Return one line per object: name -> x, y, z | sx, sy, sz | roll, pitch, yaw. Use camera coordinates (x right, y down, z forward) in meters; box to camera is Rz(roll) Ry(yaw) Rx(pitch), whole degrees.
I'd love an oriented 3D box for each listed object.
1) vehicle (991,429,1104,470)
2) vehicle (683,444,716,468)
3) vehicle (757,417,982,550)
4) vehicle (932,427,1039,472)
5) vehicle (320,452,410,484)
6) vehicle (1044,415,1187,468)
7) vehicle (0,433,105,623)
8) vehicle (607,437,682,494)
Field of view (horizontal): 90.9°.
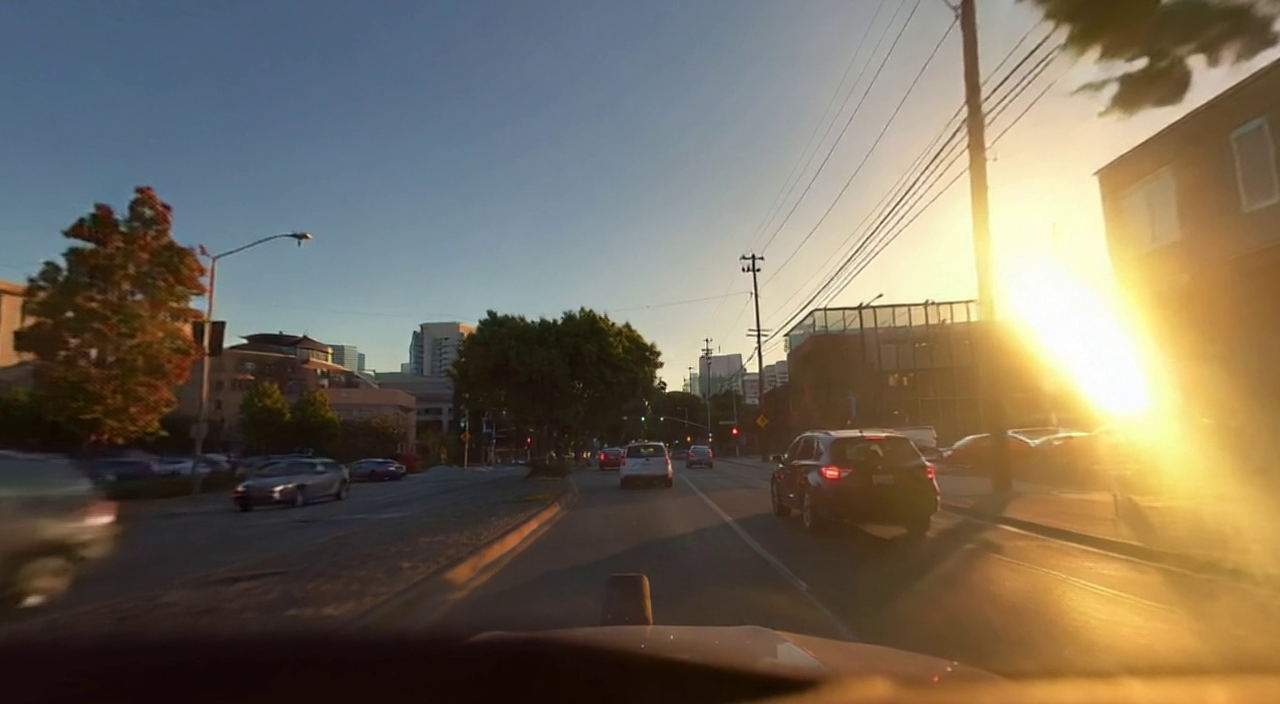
vehicle -> 16.148, 3.897, 25.266 | 2.018, 1.488, 4.059 | -1, -8, 4
vehicle -> 4.051, 7.105, 43.279 | 1.880, 1.503, 4.130 | 0, -8, 0
vehicle -> 3.414, 2.047, 10.518 | 2.024, 1.711, 4.512 | 0, -8, 0
vehicle -> 13.528, 3.840, 25.009 | 1.899, 1.602, 4.297 | -1, -8, 2
vehicle -> -15.832, 6.702, 36.442 | 4.290, 1.510, 2.006 | -4, -10, 6
vehicle -> 18.702, 3.628, 25.168 | 1.950, 1.797, 4.967 | -3, -10, 3
vehicle -> -6.581, 1.347, 4.204 | 2.008, 1.638, 4.552 | 0, -8, 0
vehicle -> 0.157, 3.673, 20.767 | 2.200, 1.653, 4.127 | 0, -8, 1
